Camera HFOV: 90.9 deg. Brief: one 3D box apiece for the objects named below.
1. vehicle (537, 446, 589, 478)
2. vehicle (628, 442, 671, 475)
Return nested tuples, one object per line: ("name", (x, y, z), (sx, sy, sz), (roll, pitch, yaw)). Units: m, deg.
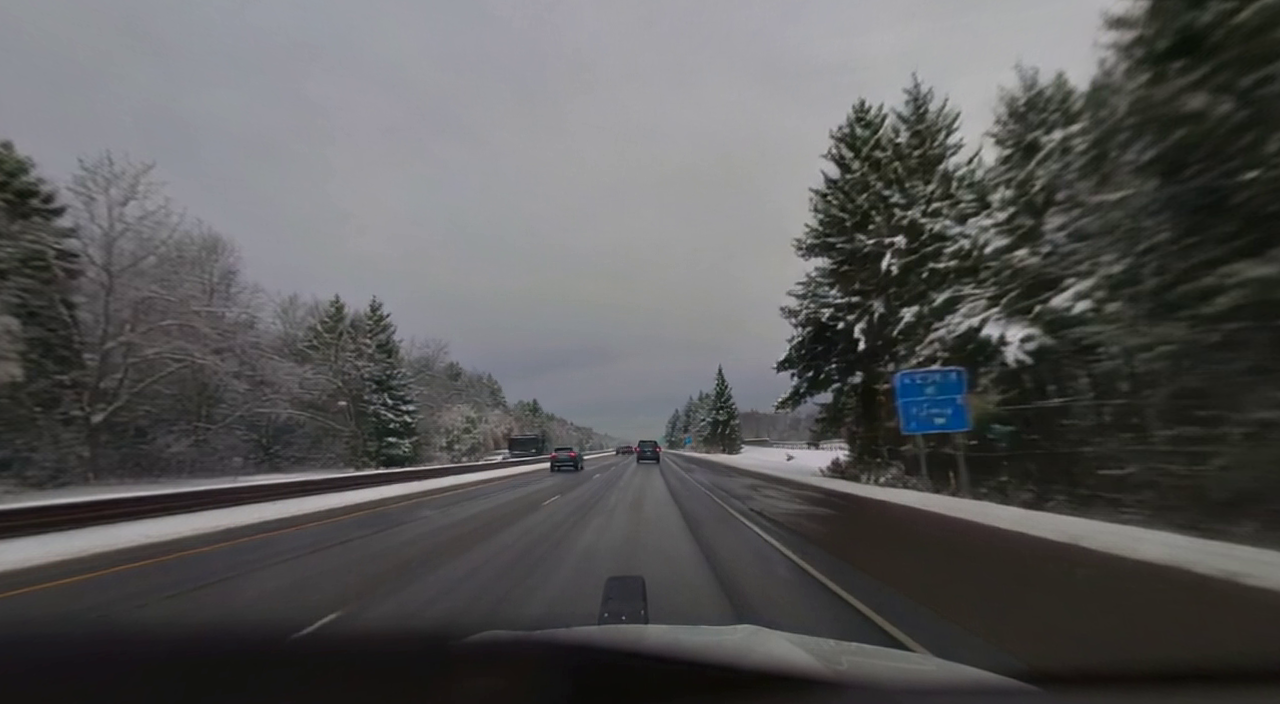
("vehicle", (-3.793, 5.487, 31.640), (1.998, 1.460, 4.422), (0, -9, 1))
("vehicle", (0.481, 5.736, 34.162), (2.172, 1.687, 3.929), (0, -9, 0))
